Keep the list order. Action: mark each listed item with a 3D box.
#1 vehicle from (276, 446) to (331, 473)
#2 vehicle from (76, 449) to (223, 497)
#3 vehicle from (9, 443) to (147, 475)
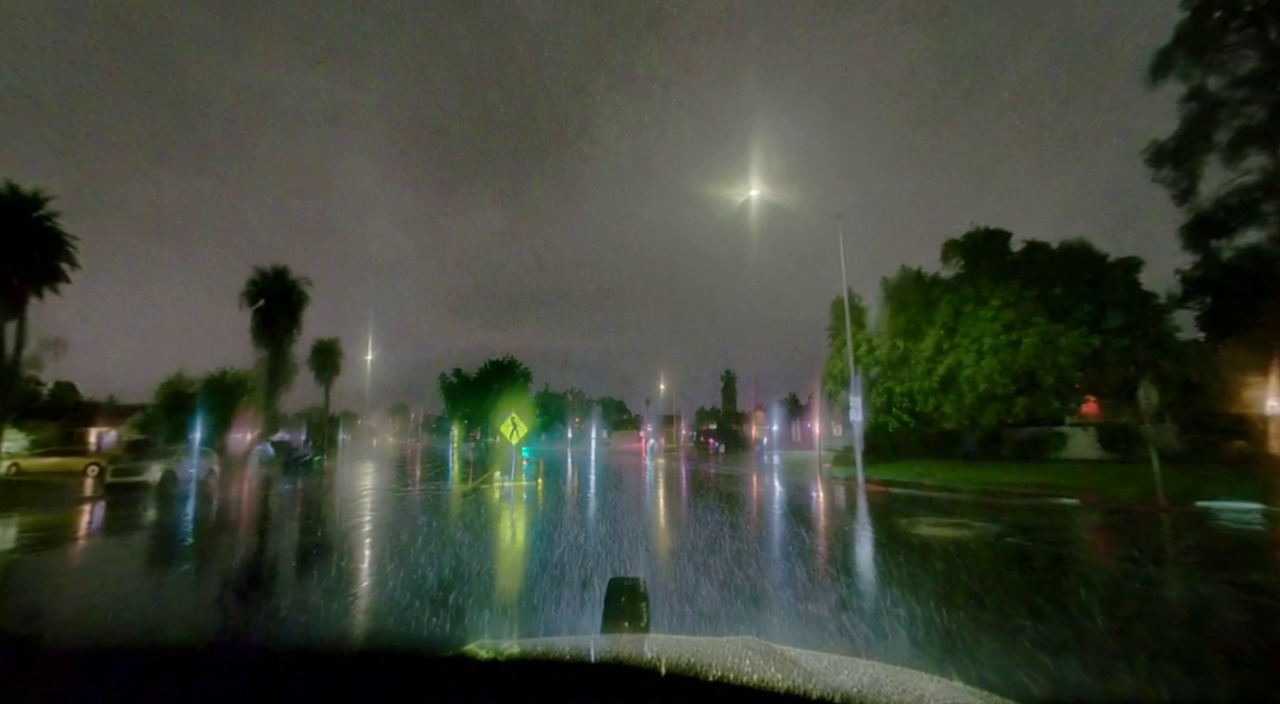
[{"bbox_3d":[-20.580,6.543,38.720,1.941,1.470,4.384,0,-8,-14],"label":"vehicle"},{"bbox_3d":[-17.626,4.326,23.030,1.997,1.514,4.632,1,-8,-6],"label":"vehicle"},{"bbox_3d":[-27.342,5.195,30.777,4.674,1.506,2.028,0,-8,-2],"label":"vehicle"}]
